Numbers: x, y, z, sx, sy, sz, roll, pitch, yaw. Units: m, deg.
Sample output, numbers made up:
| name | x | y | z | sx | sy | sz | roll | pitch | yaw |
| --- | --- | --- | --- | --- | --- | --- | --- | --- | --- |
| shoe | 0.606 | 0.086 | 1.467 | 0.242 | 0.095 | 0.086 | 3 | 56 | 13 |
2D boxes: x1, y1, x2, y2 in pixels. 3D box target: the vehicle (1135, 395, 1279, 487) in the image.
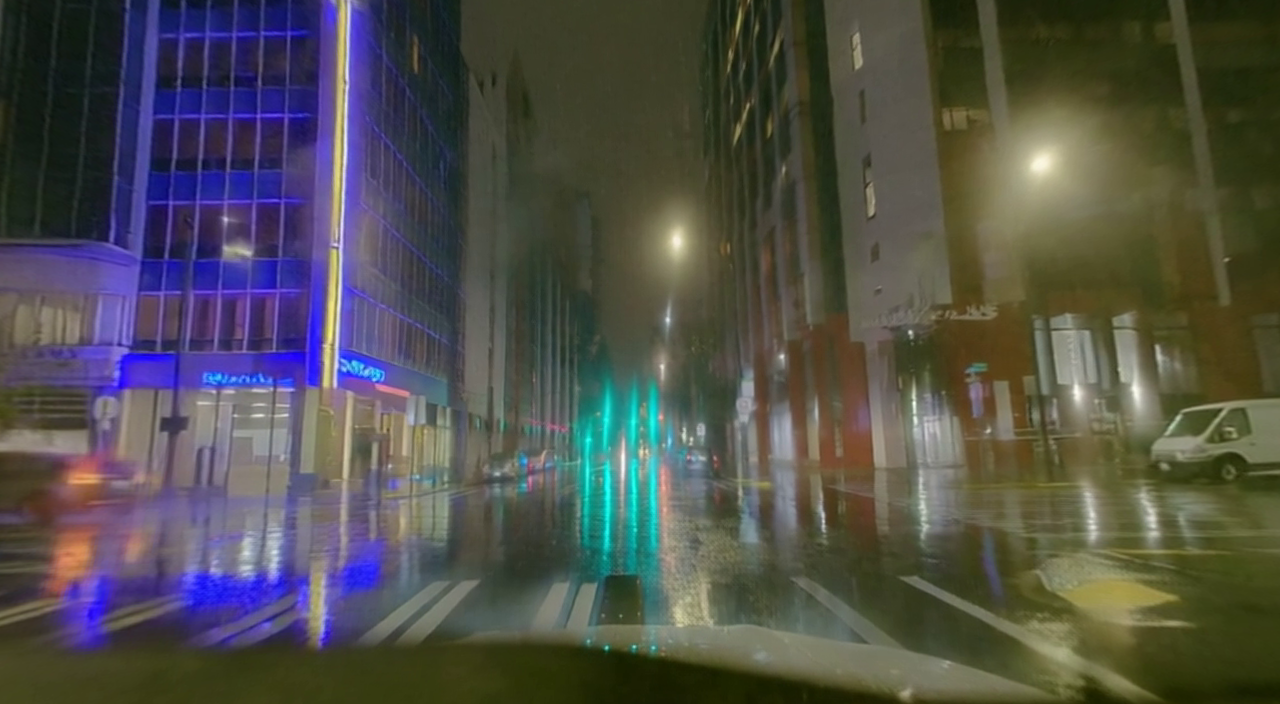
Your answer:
| name | x | y | z | sx | sy | sz | roll | pitch | yaw |
| --- | --- | --- | --- | --- | --- | --- | --- | --- | --- |
| vehicle | 18.663 | 2.670 | 19.027 | 5.384 | 2.586 | 2.358 | 0 | -9 | 0 |

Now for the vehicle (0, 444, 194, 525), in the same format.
| name | x | y | z | sx | sy | sz | roll | pitch | yaw |
| --- | --- | --- | --- | --- | --- | --- | --- | --- | --- |
| vehicle | -12.347 | 2.624 | 12.820 | 4.877 | 1.482 | 2.041 | 1 | -9 | -6 |

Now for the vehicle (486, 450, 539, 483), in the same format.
| name | x | y | z | sx | sy | sz | roll | pitch | yaw |
| --- | --- | --- | --- | --- | --- | --- | --- | --- | --- |
| vehicle | -6.024 | 5.432 | 30.248 | 1.864 | 1.447 | 3.887 | 0 | -9 | -2 |

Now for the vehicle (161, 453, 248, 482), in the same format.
| name | x | y | z | sx | sy | sz | roll | pitch | yaw |
| --- | --- | --- | --- | --- | --- | --- | --- | --- | --- |
| vehicle | -24.384 | 6.460 | 35.469 | 3.618 | 1.412 | 1.587 | -1 | -9 | -7 |

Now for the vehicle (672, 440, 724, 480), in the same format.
| name | x | y | z | sx | sy | sz | roll | pitch | yaw |
| --- | --- | --- | --- | --- | --- | --- | --- | --- | --- |
| vehicle | 2.580 | 4.932 | 29.125 | 1.917 | 1.680 | 4.500 | 0 | -9 | 0 |
